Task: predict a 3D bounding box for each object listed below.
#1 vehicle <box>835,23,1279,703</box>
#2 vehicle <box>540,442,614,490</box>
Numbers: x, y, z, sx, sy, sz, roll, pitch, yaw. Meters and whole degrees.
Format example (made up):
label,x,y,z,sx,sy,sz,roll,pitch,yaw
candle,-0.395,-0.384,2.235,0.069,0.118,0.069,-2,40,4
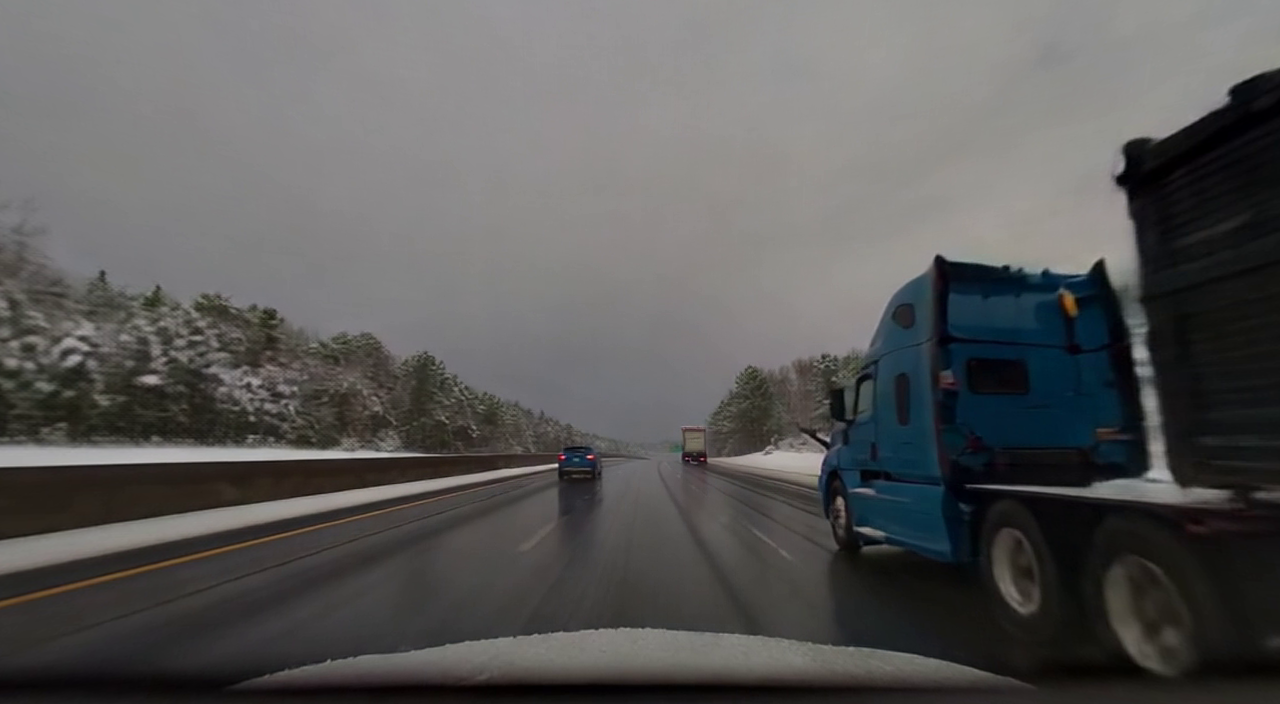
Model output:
label,x,y,z,sx,sy,sz,roll,pitch,yaw
vehicle,4.311,0.113,1.911,2.868,3.427,14.032,0,-9,-1
vehicle,-2.311,4.351,24.381,2.297,1.683,4.385,0,-9,2
